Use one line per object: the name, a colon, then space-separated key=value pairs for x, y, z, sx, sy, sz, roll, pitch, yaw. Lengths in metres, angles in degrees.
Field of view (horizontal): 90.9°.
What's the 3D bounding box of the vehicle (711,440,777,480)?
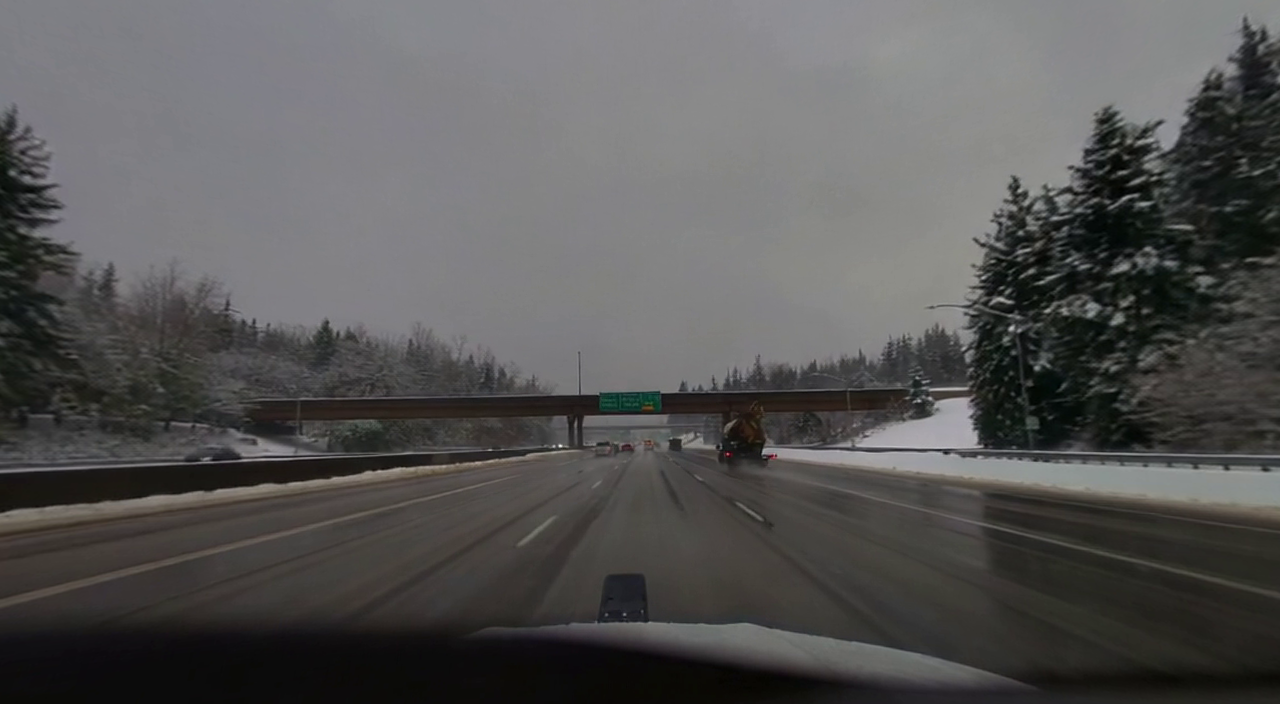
vehicle: x=4.103 y=4.349 z=25.653 sx=1.908 sy=1.483 sz=4.259 roll=0 pitch=-8 yaw=-1
